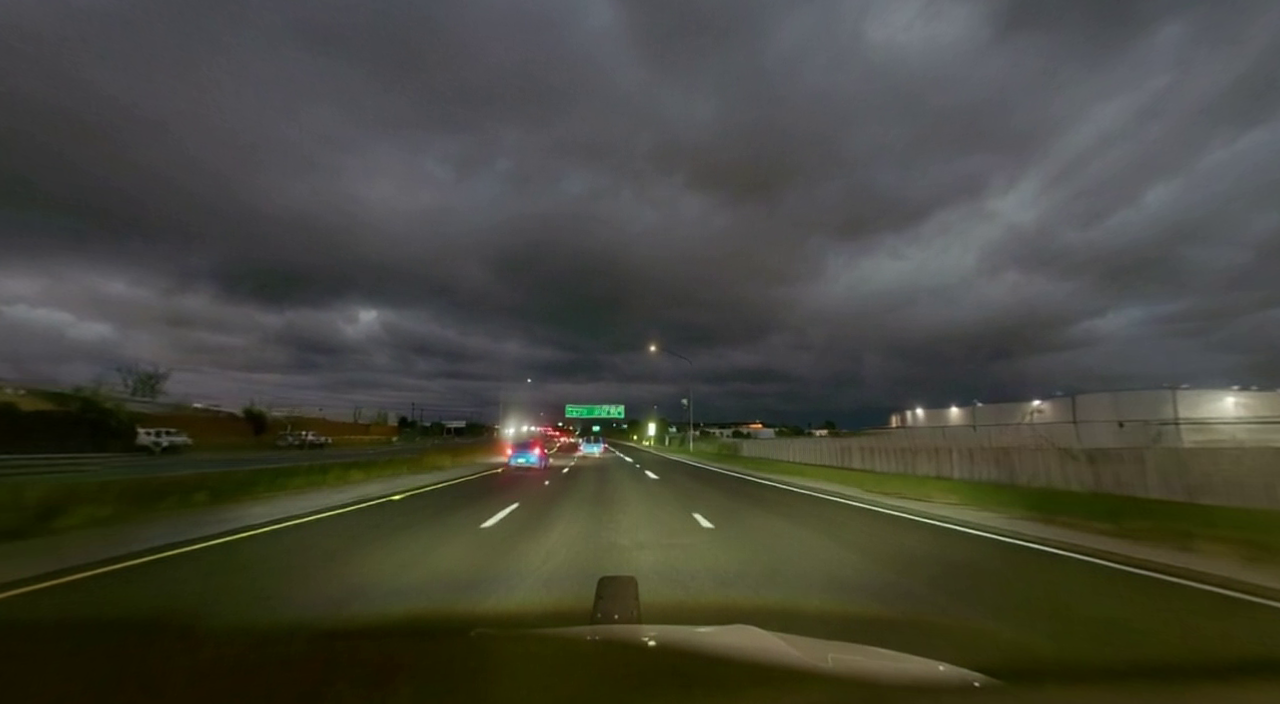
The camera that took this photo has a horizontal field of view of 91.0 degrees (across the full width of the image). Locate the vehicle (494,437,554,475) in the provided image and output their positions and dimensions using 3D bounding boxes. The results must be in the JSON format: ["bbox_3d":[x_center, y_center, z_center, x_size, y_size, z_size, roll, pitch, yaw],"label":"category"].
[{"bbox_3d":[-5.114,4.626,28.221,2.045,1.547,4.162,0,-8,-2],"label":"vehicle"}]

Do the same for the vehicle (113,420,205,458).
[{"bbox_3d":[-30.933,5.622,40.739,2.173,2.174,5.446,4,-8,-8],"label":"vehicle"}]

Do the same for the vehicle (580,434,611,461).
[{"bbox_3d":[-3.299,7.177,47.324,2.260,1.901,4.665,0,-8,-3],"label":"vehicle"}]
